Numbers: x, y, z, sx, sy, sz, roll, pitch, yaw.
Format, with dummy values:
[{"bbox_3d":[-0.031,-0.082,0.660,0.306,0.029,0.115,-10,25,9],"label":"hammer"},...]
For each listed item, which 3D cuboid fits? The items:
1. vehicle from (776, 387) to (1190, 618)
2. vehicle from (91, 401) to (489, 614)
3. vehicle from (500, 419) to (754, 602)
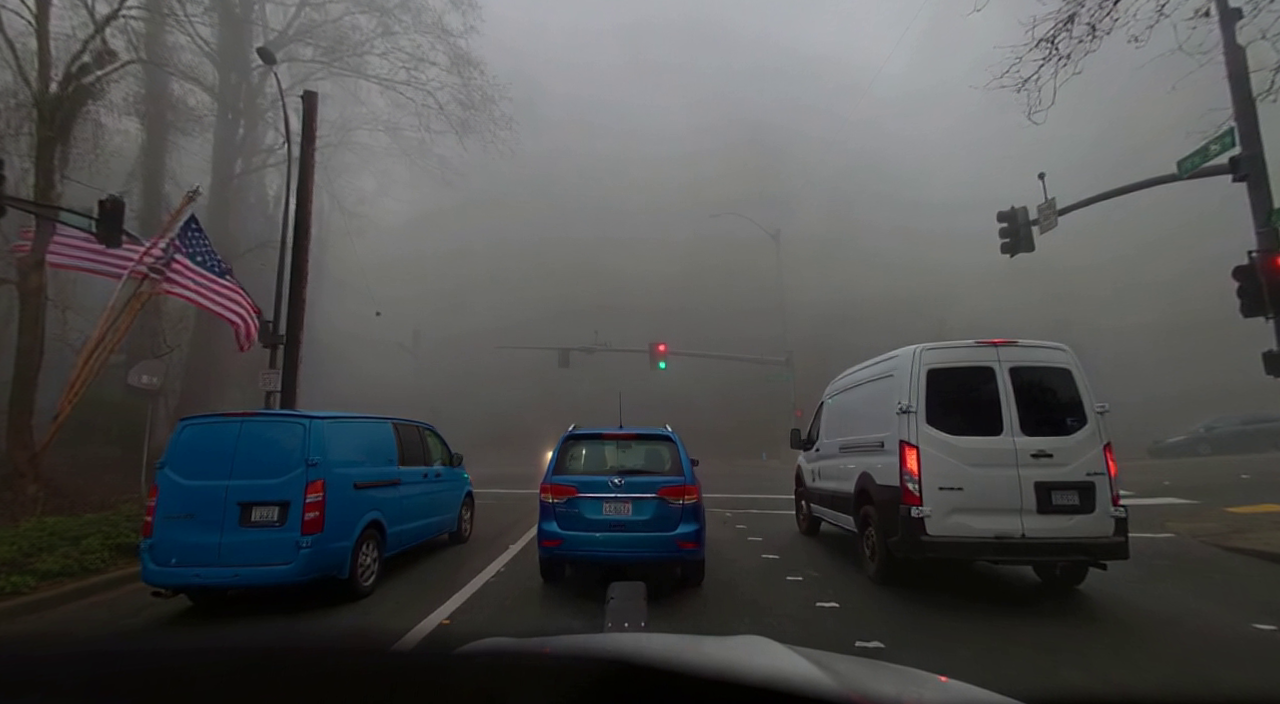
[{"bbox_3d":[3.086,1.474,7.067,2.178,1.746,4.400,0,-9,1],"label":"vehicle"},{"bbox_3d":[-3.306,1.542,7.117,2.024,1.677,3.998,-1,-9,3],"label":"vehicle"},{"bbox_3d":[-0.148,1.621,7.342,2.098,1.494,4.118,0,-9,-1],"label":"vehicle"}]
